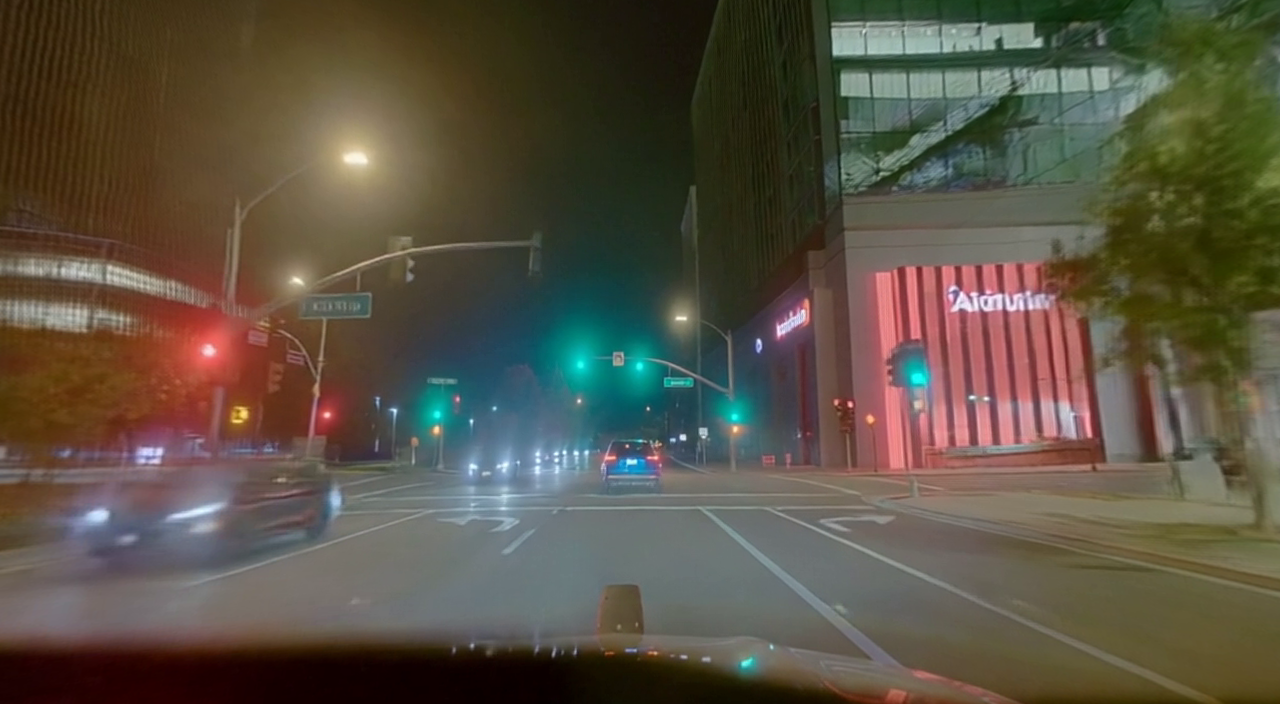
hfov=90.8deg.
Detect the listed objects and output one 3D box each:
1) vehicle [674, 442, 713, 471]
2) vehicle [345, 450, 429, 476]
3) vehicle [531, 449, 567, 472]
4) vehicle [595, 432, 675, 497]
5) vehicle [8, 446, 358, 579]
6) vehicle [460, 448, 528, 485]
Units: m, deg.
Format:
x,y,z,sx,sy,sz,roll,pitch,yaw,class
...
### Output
x,y,z,sx,sy,sz,roll,pitch,yaw,class
3.679,7.259,44.159,2.113,1.869,5.322,0,-9,-2,vehicle
-16.128,7.052,40.398,4.588,1.582,1.980,6,-11,-33,vehicle
-6.459,7.738,45.276,1.874,1.480,4.148,0,-9,0,vehicle
-0.172,3.413,19.468,2.183,1.765,4.059,0,-9,-1,vehicle
-6.134,2.138,9.344,1.908,1.475,4.337,0,-9,0,vehicle
-6.377,5.050,28.142,1.934,1.476,4.457,0,-9,1,vehicle
